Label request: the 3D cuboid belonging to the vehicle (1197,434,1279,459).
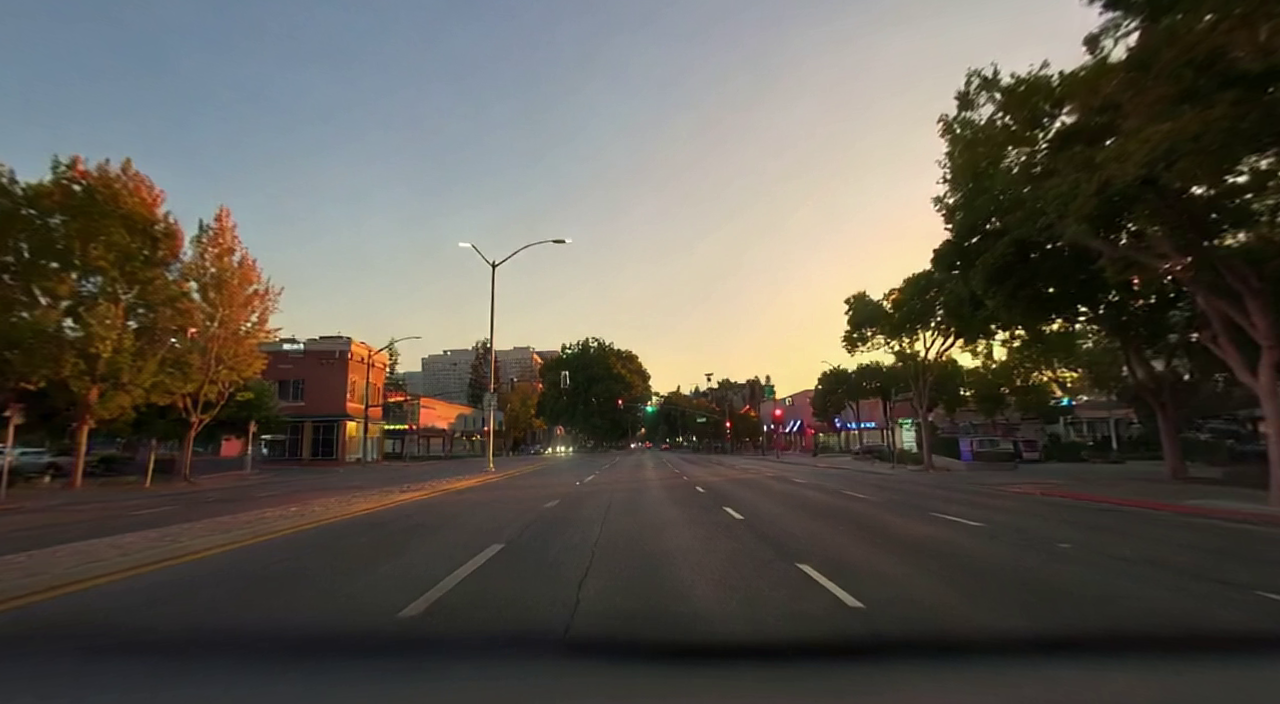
[{"bbox_3d":[39.114,6.105,40.830,1.867,1.552,4.657,0,-9,-2],"label":"vehicle"}]
